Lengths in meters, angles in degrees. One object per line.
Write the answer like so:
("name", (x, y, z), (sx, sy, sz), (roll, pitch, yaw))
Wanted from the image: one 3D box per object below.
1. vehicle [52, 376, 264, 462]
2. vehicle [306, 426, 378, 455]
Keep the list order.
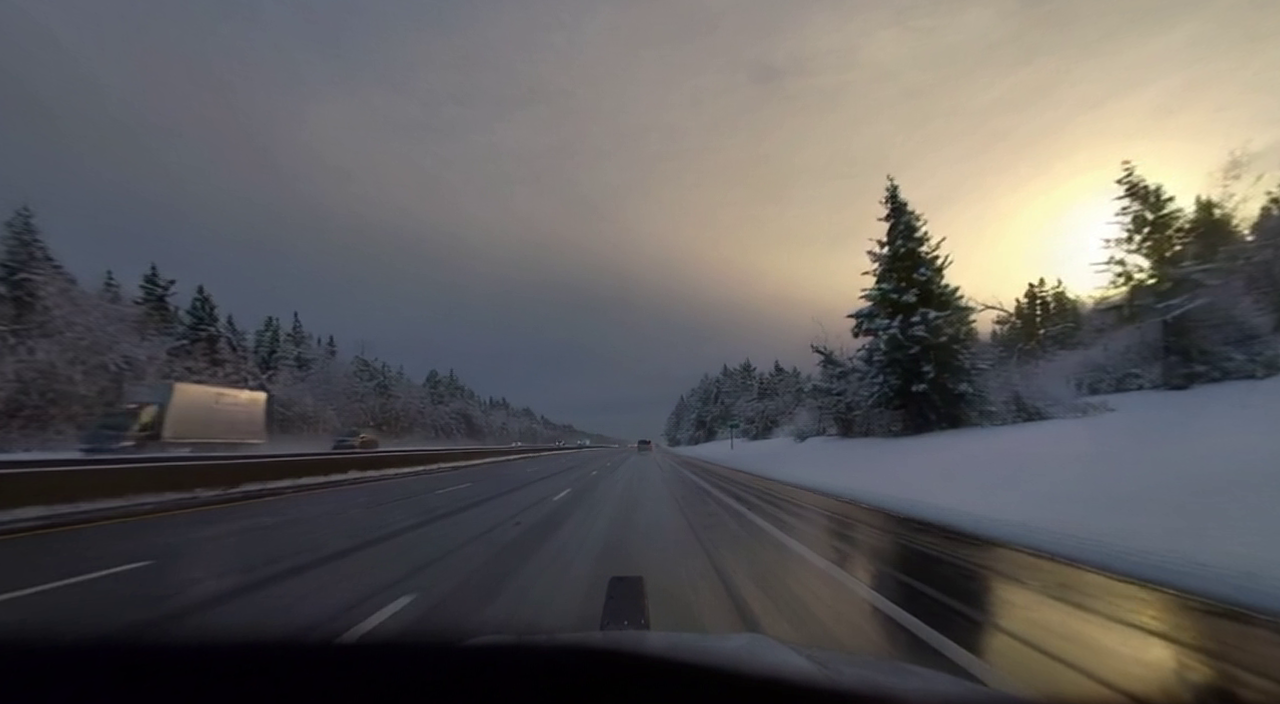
("vehicle", (-23.796, 3.587, 32.143), (3.009, 3.700, 9.685), (0, -8, 0))
("vehicle", (-19.672, 5.892, 41.824), (2.050, 1.827, 5.221), (0, -8, 2))
